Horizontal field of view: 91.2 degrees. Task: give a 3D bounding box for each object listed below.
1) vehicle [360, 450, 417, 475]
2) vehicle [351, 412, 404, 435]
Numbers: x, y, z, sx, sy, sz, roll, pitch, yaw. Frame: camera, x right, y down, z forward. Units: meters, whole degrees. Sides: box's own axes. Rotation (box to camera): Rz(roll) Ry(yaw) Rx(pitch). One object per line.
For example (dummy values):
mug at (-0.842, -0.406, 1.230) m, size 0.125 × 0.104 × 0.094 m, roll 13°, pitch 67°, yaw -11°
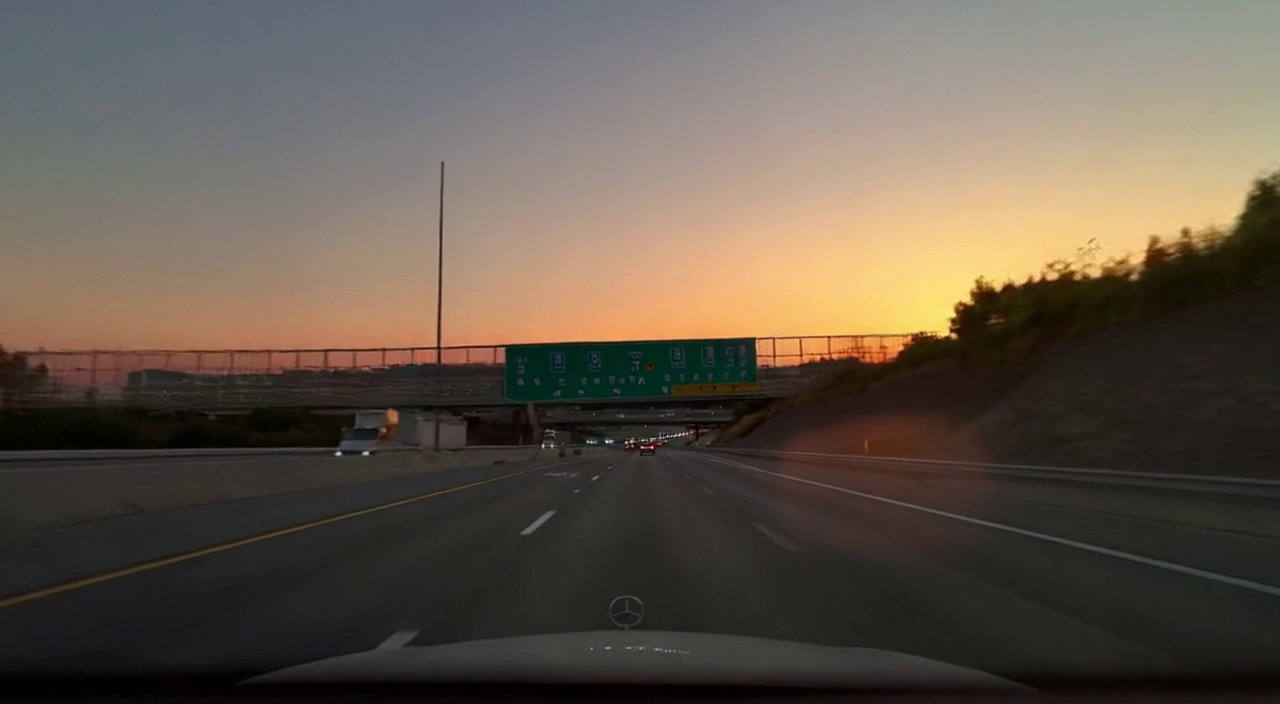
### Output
vehicle at (-16.389, 7.202, 41.154) m, size 1.853 × 1.544 × 4.416 m, roll 0°, pitch -8°, yaw 1°
vehicle at (-20.247, 5.574, 48.605) m, size 2.010 × 1.679 × 4.548 m, roll 0°, pitch -7°, yaw 2°
